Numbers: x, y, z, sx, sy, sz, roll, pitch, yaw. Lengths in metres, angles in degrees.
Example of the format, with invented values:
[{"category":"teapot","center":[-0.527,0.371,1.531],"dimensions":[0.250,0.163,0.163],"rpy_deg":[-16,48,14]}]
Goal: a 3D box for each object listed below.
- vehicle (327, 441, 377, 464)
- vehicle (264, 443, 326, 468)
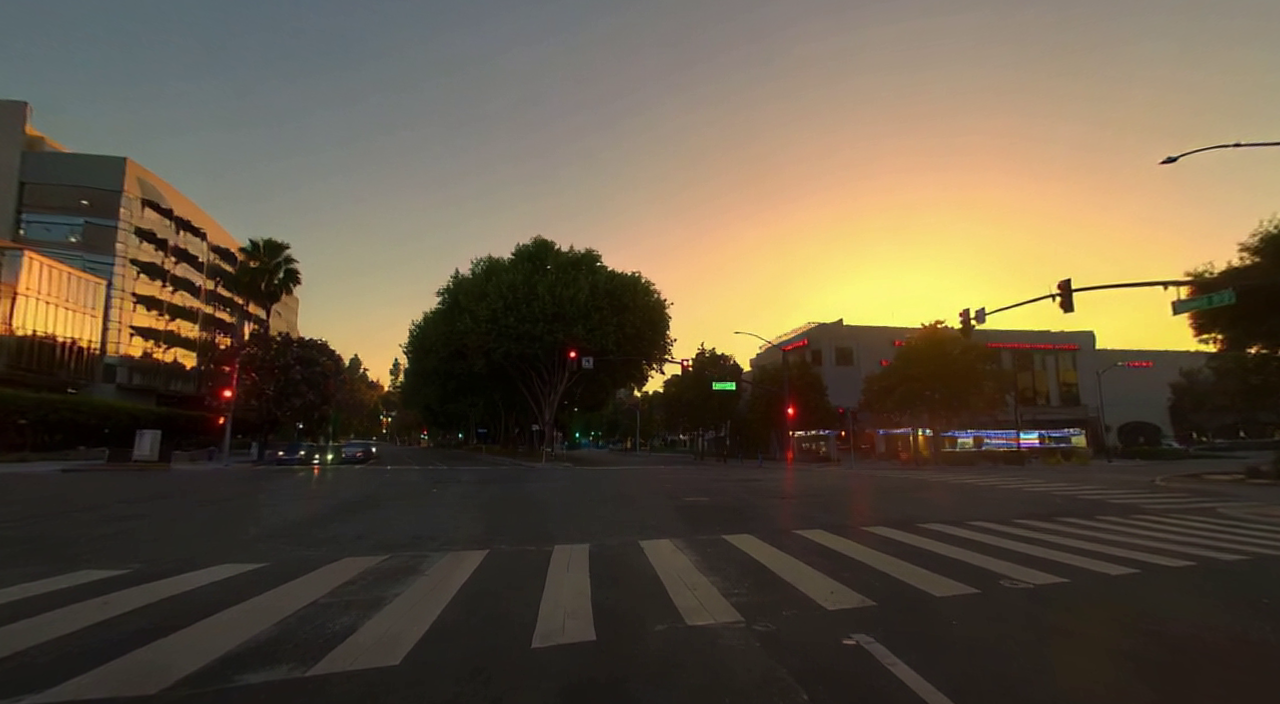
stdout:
[{"category":"vehicle","center":[-22.525,7.901,49.614],"dimensions":[2.023,1.706,4.756],"rpy_deg":[1,-9,-6]},{"category":"vehicle","center":[-21.855,6.558,40.157],"dimensions":[2.005,1.496,4.020],"rpy_deg":[1,-9,-6]}]
